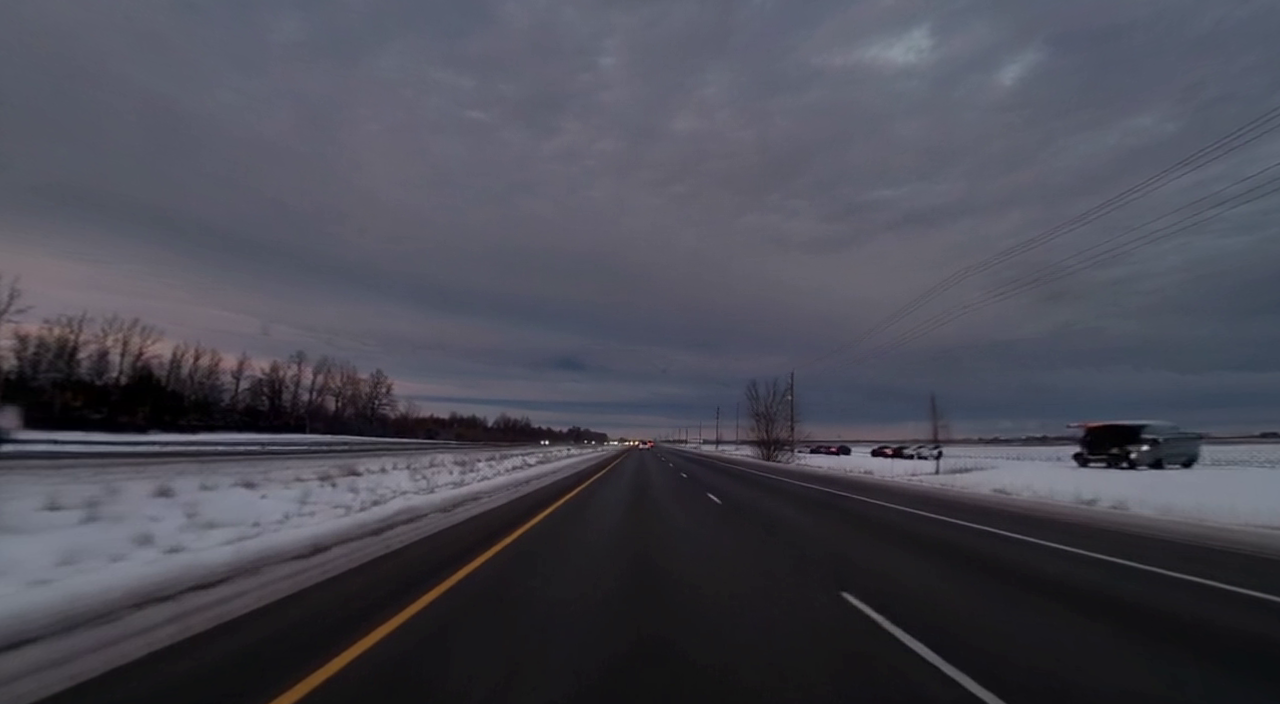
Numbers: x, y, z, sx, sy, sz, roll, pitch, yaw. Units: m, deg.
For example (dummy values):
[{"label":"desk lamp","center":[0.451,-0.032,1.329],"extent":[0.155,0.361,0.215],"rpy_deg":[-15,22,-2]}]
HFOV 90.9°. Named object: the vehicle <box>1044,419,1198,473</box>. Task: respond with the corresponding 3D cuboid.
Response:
[{"label":"vehicle","center":[33.064,6.572,44.011],"extent":[3.584,3.354,8.206],"rpy_deg":[0,-9,-6]}]
